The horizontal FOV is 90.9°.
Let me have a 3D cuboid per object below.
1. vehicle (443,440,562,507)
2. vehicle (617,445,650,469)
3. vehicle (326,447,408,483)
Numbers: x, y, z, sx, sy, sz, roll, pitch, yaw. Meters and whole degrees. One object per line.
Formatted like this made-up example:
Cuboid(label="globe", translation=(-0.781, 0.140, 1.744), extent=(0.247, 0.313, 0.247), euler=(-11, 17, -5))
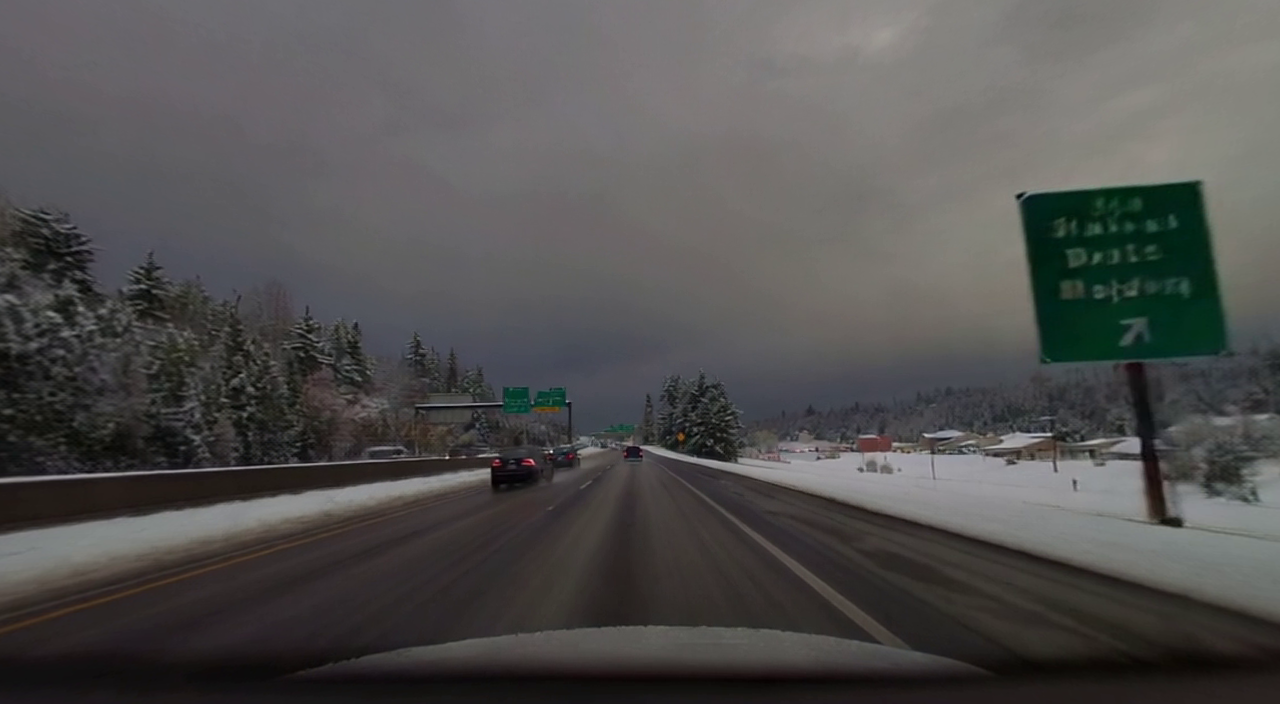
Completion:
Cuboid(label="vehicle", translation=(-3.430, 3.109, 16.722), extent=(2.067, 1.509, 4.551), euler=(0, -8, 1))
Cuboid(label="vehicle", translation=(-0.433, 7.033, 42.574), extent=(2.100, 1.471, 3.956), euler=(0, -8, -1))
Cuboid(label="vehicle", translation=(-13.862, 5.732, 32.396), extent=(2.150, 1.649, 4.582), euler=(0, -8, 0))
